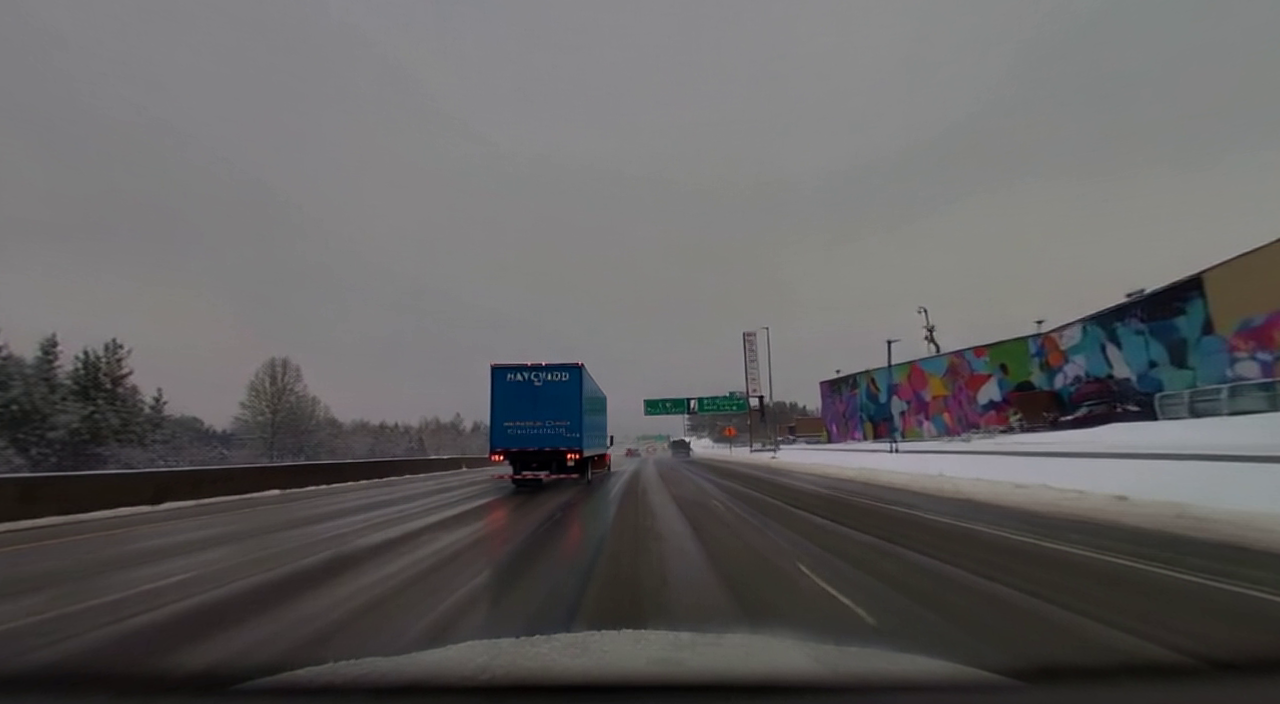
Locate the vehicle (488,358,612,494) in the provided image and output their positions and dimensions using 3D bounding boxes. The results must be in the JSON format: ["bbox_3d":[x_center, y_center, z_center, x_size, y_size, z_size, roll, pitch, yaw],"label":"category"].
[{"bbox_3d":[-2.906,2.809,23.452,2.977,4.048,8.890,-1,-8,2],"label":"vehicle"}]

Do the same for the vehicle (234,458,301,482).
[{"bbox_3d":[-24.692,7.801,42.013,1.883,1.412,4.102,0,-8,2],"label":"vehicle"}]
